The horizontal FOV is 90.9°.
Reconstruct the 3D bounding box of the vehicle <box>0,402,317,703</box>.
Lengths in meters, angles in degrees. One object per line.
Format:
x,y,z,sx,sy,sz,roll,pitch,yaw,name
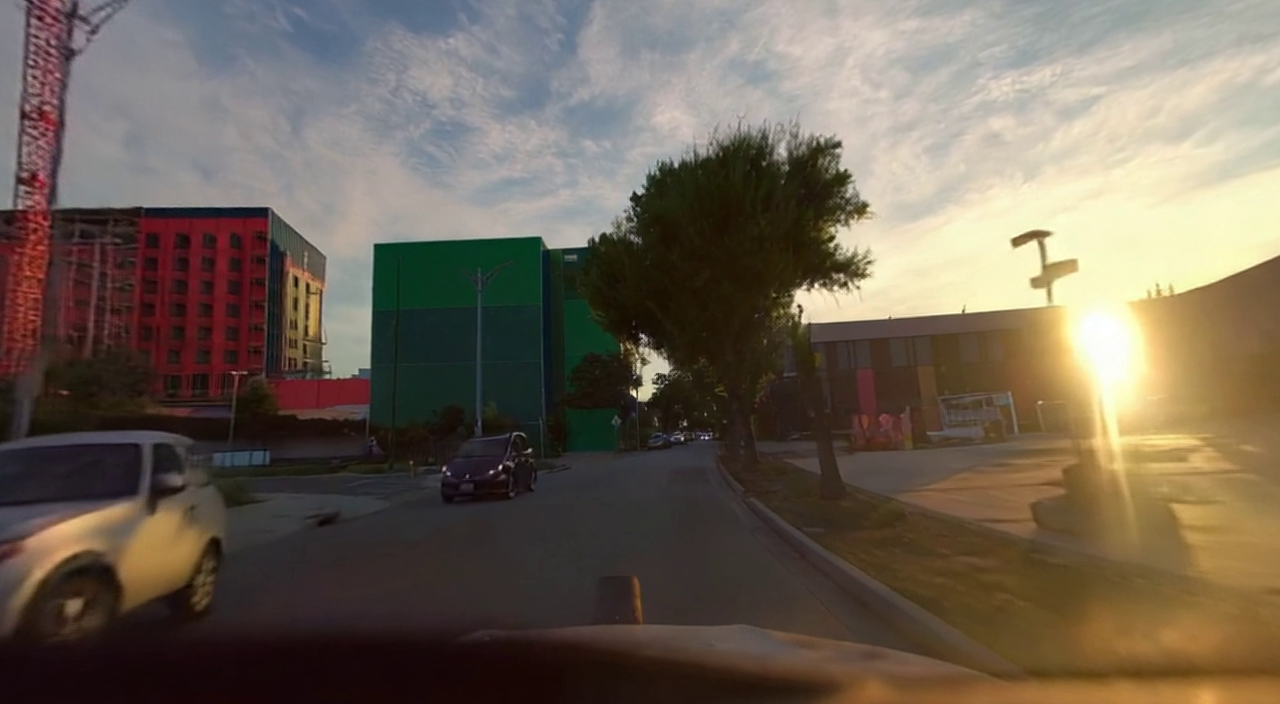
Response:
-3.902,1.229,4.299,1.736,1.610,2.874,-1,-8,3,vehicle

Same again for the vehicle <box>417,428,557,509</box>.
-3.469,2.706,15.243,1.967,1.646,4.192,-1,-8,6,vehicle

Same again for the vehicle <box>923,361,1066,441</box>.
19.280,2.992,35.306,3.031,3.863,9.734,-1,-8,5,vehicle
